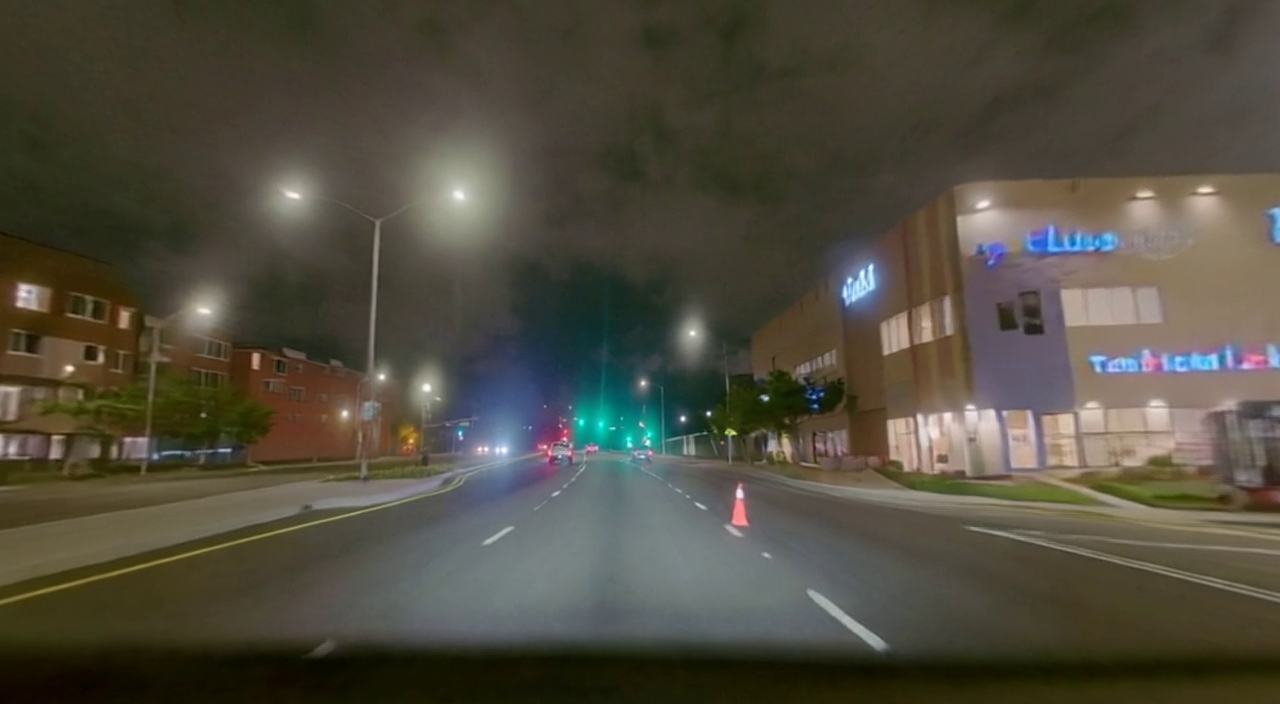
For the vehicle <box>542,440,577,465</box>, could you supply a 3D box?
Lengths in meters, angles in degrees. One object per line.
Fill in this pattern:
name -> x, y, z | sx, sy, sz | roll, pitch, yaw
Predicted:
vehicle -> -5.958, 7.521, 47.351 | 2.381, 1.721, 4.186 | 0, -9, -4
